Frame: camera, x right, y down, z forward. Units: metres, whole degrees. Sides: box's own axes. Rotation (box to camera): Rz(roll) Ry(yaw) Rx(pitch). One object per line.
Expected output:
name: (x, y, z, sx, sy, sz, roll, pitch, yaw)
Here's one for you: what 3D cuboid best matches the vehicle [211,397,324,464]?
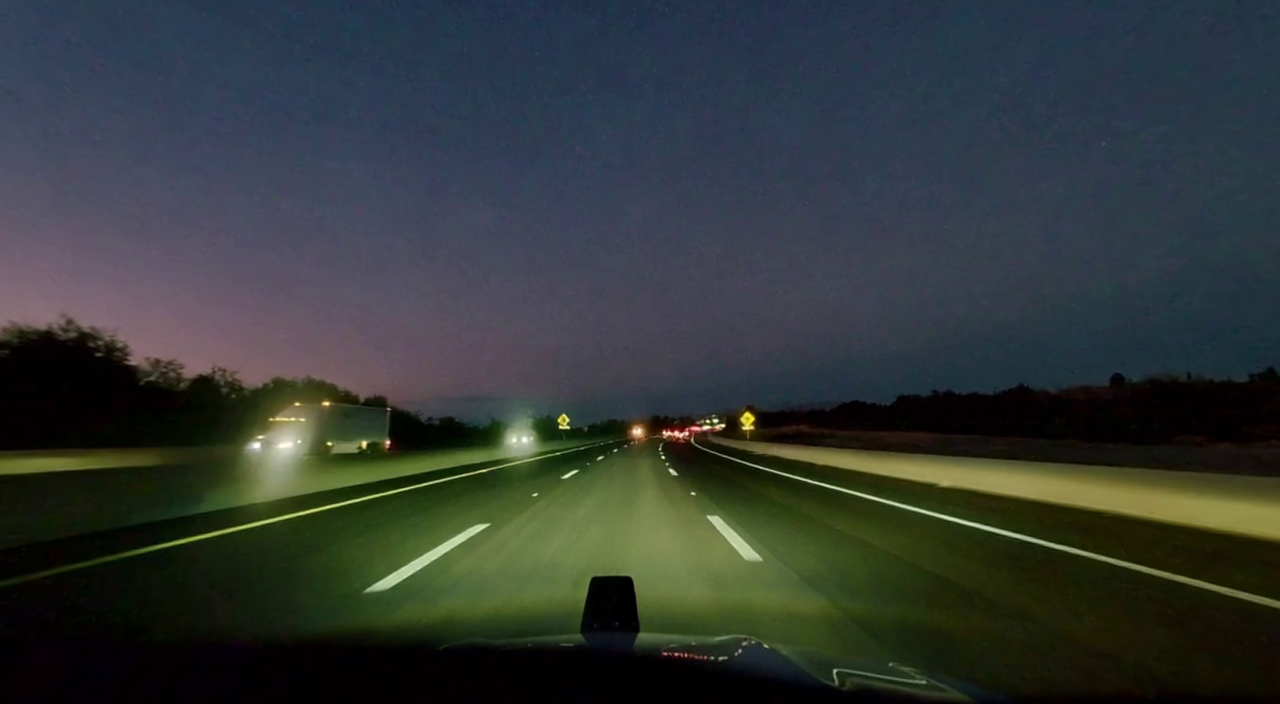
vehicle: (-23.982, 5.124, 41.083, 3.205, 4.025, 6.470, 0, -8, 1)
